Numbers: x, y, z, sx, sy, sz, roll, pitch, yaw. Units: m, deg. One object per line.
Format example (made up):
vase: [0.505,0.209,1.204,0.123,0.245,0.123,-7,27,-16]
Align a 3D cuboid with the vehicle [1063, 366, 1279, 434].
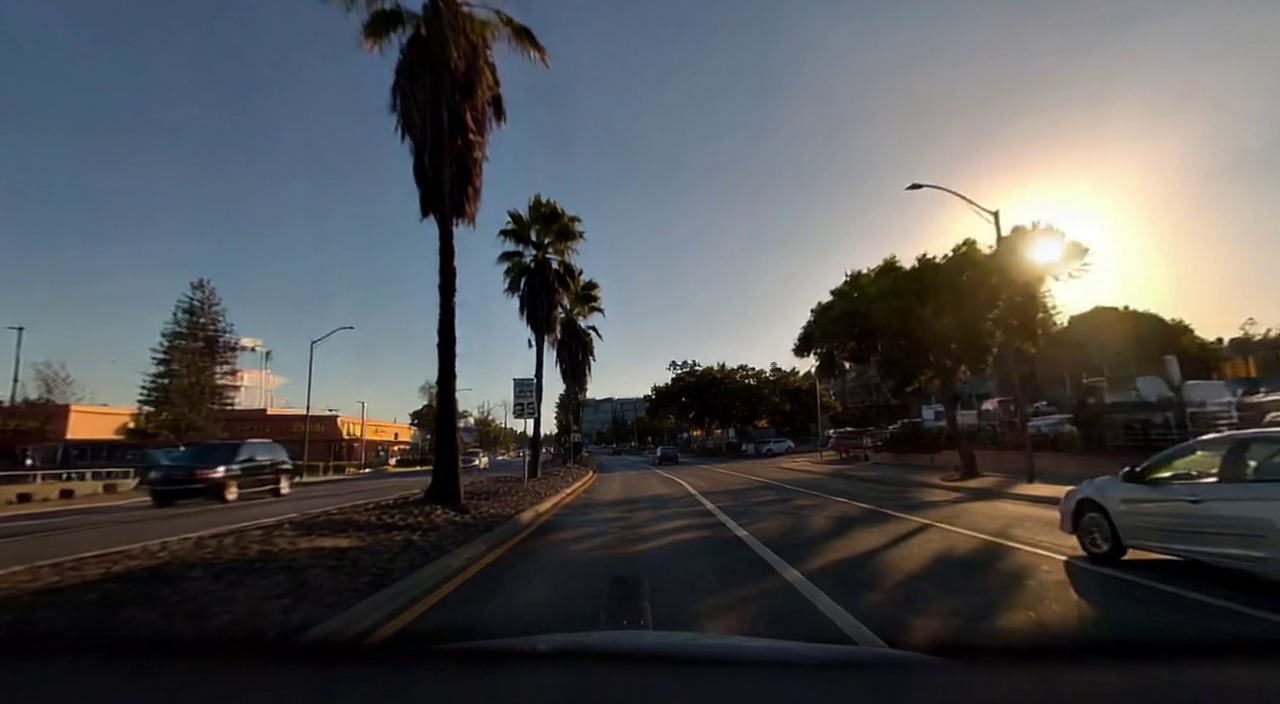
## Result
vehicle: [18.105,1.673,21.335,5.817,1.906,2.230,-1,-11,0]

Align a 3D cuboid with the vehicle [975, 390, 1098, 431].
vehicle: [18.092,2.692,28.929,4.237,1.573,2.011,-3,-6,-1]

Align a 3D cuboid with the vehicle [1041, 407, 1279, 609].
vehicle: [6.426,1.436,6.170,2.124,1.687,4.266,0,-8,-1]

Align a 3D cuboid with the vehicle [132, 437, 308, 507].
vehicle: [-12.932,3.687,19.953,2.210,1.889,4.934,0,-8,-1]
